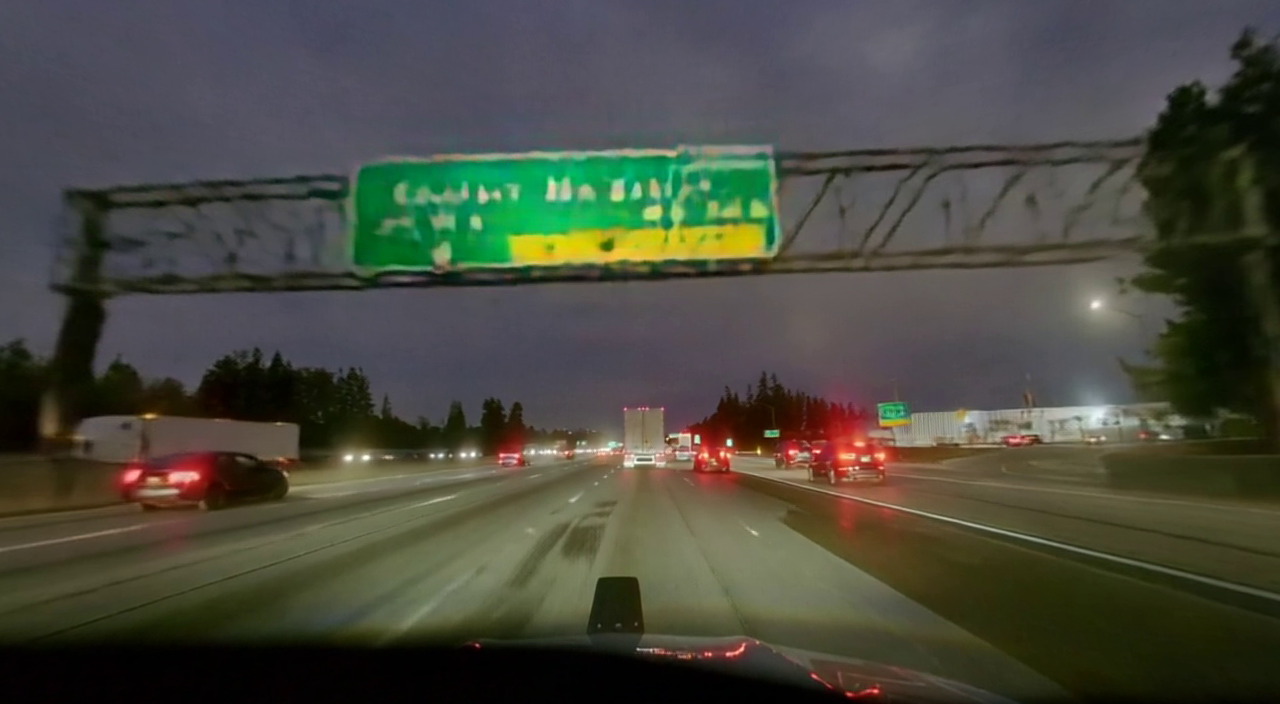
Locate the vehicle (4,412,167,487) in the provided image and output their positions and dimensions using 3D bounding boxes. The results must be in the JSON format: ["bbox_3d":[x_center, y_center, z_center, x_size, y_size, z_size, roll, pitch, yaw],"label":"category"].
[{"bbox_3d":[-31.124,5.533,35.835,3.006,3.815,6.541,0,-9,1],"label":"vehicle"}]

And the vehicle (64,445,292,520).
[{"bbox_3d":[-10.814,3.045,15.299,2.015,1.521,4.550,0,-9,1],"label":"vehicle"}]

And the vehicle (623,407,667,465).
[{"bbox_3d":[0.537,6.515,47.957,3.012,3.928,10.262,0,-9,2],"label":"vehicle"}]

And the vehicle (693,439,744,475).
[{"bbox_3d":[4.016,5.485,33.034,2.107,1.707,4.445,0,-9,0],"label":"vehicle"}]
